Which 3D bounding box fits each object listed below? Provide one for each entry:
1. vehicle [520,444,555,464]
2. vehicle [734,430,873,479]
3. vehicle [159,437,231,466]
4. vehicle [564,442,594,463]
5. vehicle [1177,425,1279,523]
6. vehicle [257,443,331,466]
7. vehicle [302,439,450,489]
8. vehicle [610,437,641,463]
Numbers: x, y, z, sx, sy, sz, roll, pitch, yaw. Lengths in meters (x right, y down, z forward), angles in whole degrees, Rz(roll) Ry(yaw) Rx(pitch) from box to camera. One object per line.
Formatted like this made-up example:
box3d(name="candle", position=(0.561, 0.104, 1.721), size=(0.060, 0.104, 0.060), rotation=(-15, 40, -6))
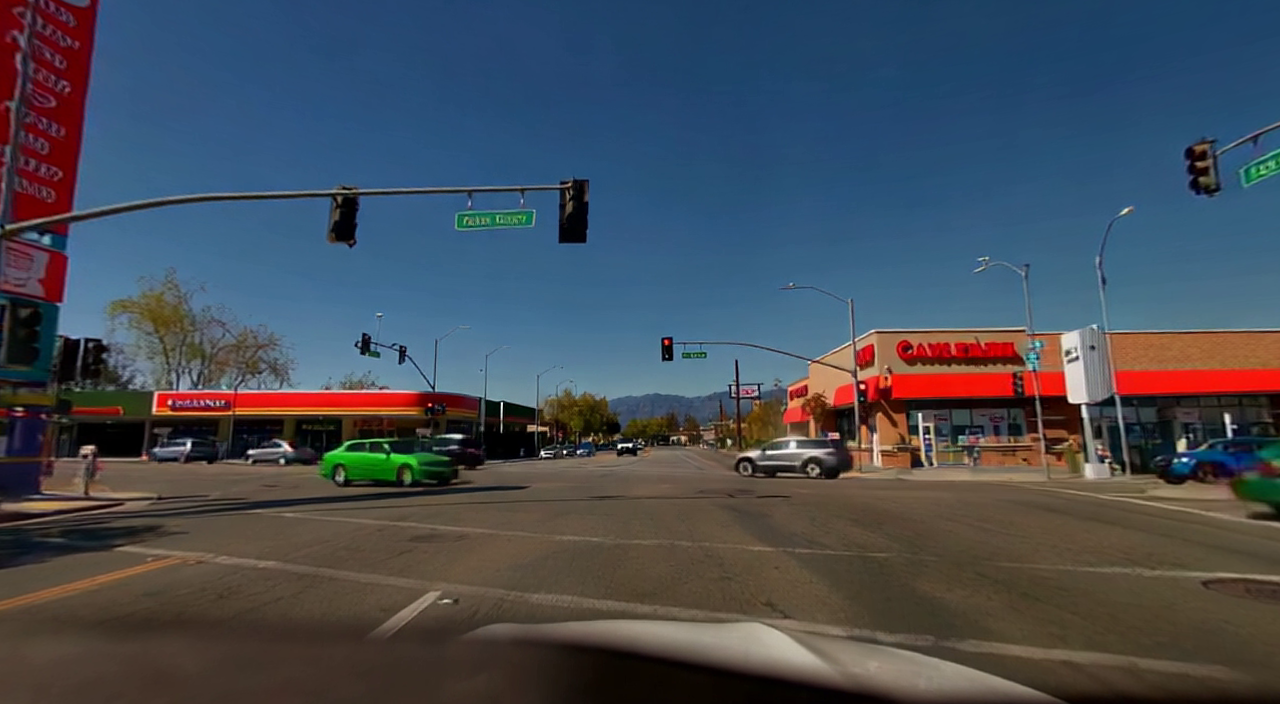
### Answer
box3d(name="vehicle", position=(-7.939, 7.893, 49.136), size=(2.079, 1.491, 4.045), rotation=(0, -9, -1))
box3d(name="vehicle", position=(5.959, 3.733, 23.127), size=(4.568, 1.643, 1.911), rotation=(-4, -10, 26))
box3d(name="vehicle", position=(-28.632, 6.384, 40.629), size=(4.311, 1.742, 1.864), rotation=(-5, -10, 27))
box3d(name="vehicle", position=(-4.596, 7.655, 48.143), size=(2.003, 1.481, 4.091), rotation=(0, -9, -2))
box3d(name="vehicle", position=(11.761, 1.879, 9.799), size=(4.806, 1.482, 1.862), rotation=(-5, -10, 26))
box3d(name="vehicle", position=(-22.864, 6.761, 41.687), size=(4.801, 1.466, 1.830), rotation=(-5, -10, 27))
box3d(name="vehicle", position=(-8.654, 3.606, 20.611), size=(4.670, 1.458, 1.959), rotation=(-5, -10, 30))
box3d(name="vehicle", position=(-1.118, 7.125, 46.038), size=(2.083, 1.764, 5.011), rotation=(0, -9, -3))
